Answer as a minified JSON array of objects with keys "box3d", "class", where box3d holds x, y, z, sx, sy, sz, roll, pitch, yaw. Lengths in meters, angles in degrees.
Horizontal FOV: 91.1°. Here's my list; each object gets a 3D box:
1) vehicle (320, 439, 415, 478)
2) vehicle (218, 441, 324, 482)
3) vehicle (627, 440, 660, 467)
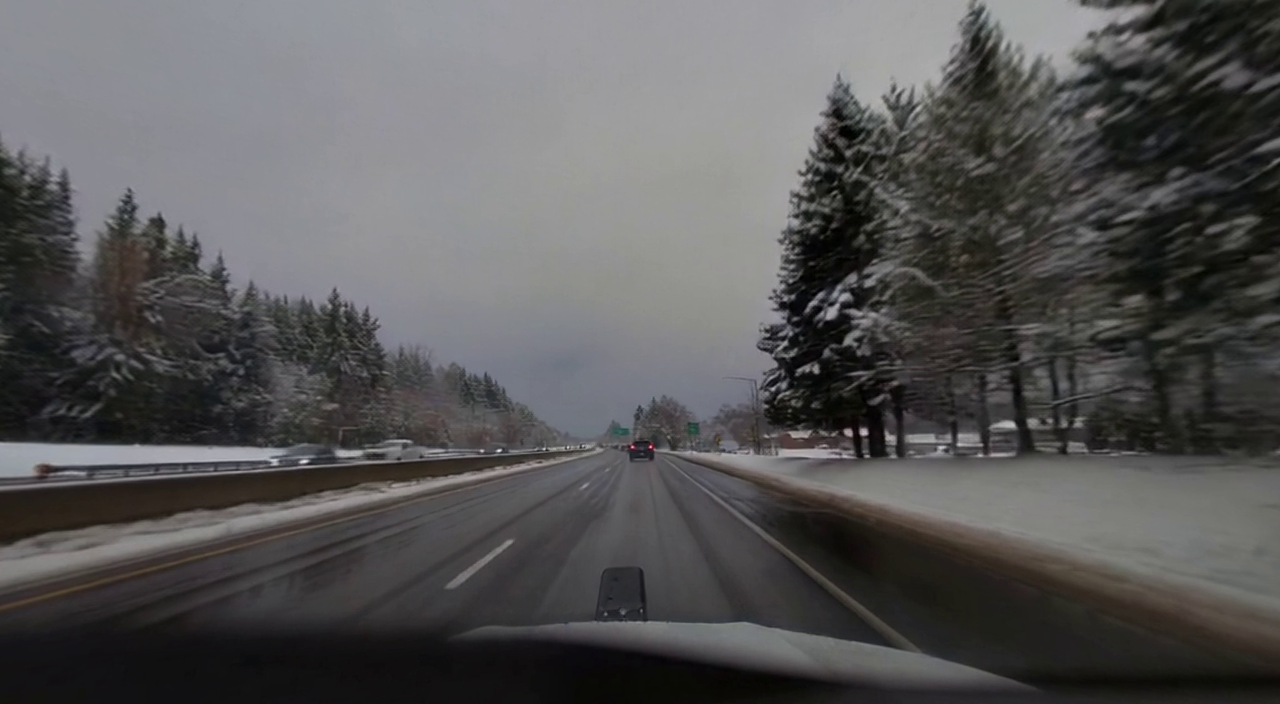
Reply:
[{"box3d":[-13.574,5.317,31.771,2.227,1.784,5.689,0,-8,0],"class":"vehicle"},{"box3d":[-18.046,5.340,31.020,2.208,1.872,4.899,0,-8,1],"class":"vehicle"},{"box3d":[0.201,6.576,40.980,2.029,1.666,4.064,0,-8,-1],"class":"vehicle"}]
